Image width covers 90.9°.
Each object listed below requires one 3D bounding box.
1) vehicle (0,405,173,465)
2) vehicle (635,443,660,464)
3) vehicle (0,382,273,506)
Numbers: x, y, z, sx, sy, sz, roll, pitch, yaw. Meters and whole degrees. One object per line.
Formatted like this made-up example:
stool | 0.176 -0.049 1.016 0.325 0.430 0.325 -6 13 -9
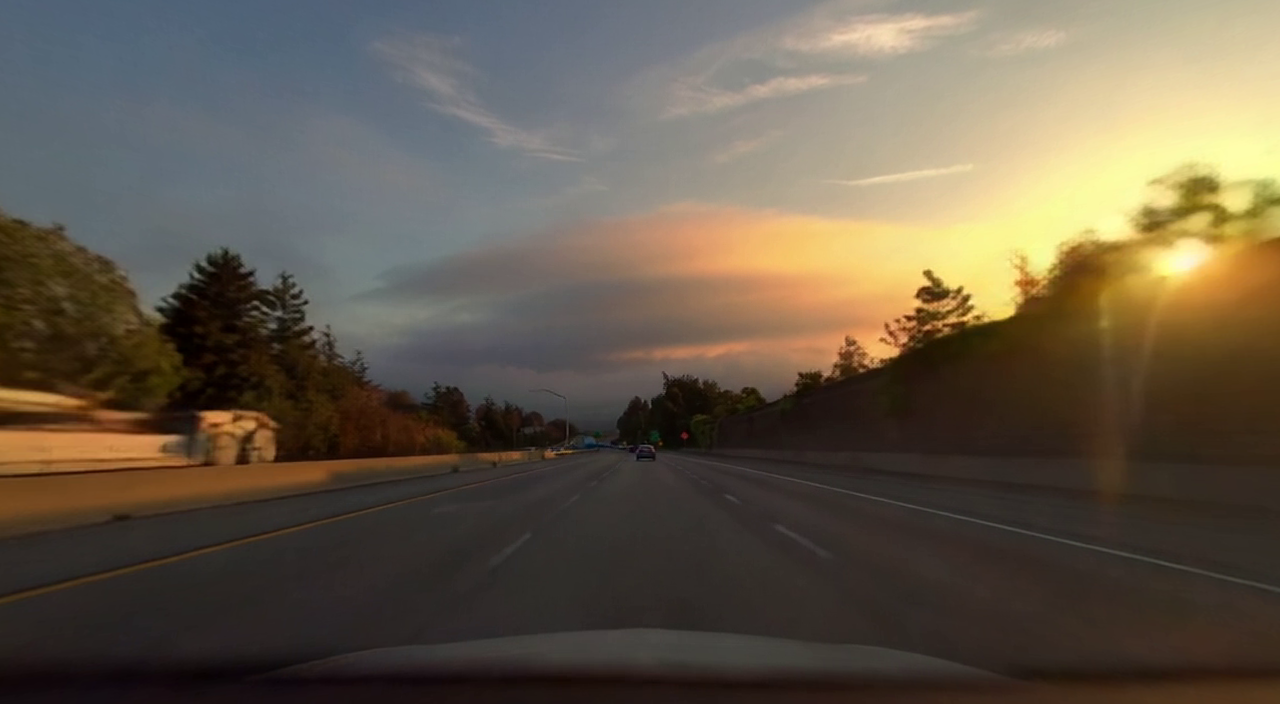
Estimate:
vehicle | -19.867 3.038 22.796 2.237 1.885 4.778 -1 -8 0
vehicle | 0.547 7.992 49.631 1.873 1.529 3.953 0 -9 0
vehicle | -19.990 3.693 25.224 2.798 3.638 13.257 0 -9 -1
